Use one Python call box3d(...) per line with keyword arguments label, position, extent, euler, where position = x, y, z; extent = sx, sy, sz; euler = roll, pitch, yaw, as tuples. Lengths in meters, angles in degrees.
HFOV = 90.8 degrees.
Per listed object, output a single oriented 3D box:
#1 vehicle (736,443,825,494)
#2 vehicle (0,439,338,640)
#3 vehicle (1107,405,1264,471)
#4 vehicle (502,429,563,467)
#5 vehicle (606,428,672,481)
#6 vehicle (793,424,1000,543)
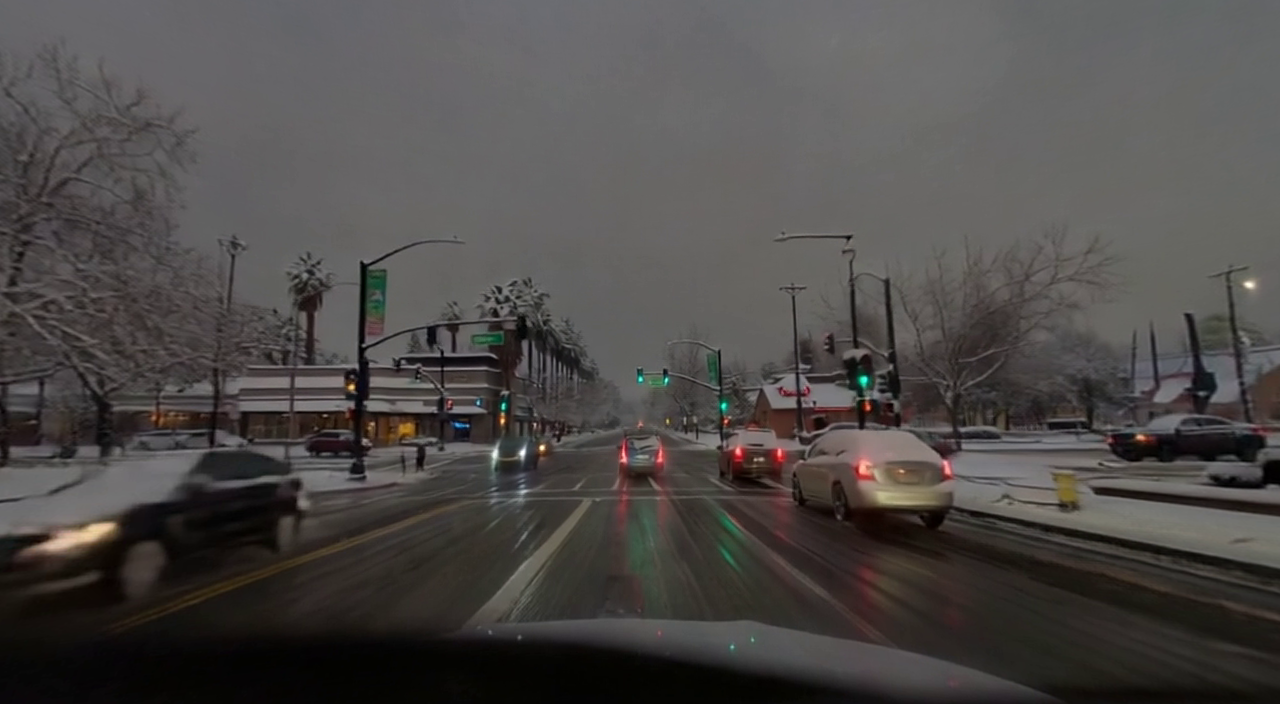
box3d(label="vehicle", position=(4.412, 3.712, 20.575), extent=(1.963, 1.449, 4.653), euler=(0, -8, 2))
box3d(label="vehicle", position=(-5.425, 1.715, 6.947), extent=(2.009, 1.461, 4.484), euler=(0, -8, 0))
box3d(label="vehicle", position=(16.879, 2.600, 19.606), extent=(3.704, 1.556, 1.790), euler=(-3, -1, -14))
box3d(label="vehicle", position=(-5.551, 5.044, 33.325), extent=(2.324, 1.808, 4.946), euler=(0, -8, 0))
box3d(label="vehicle", position=(-0.068, 3.885, 24.136), extent=(2.264, 1.798, 4.531), euler=(0, -8, -1))
box3d(label="vehicle", position=(4.289, 2.247, 11.526), extent=(2.070, 1.711, 4.480), euler=(-1, -8, 3))
